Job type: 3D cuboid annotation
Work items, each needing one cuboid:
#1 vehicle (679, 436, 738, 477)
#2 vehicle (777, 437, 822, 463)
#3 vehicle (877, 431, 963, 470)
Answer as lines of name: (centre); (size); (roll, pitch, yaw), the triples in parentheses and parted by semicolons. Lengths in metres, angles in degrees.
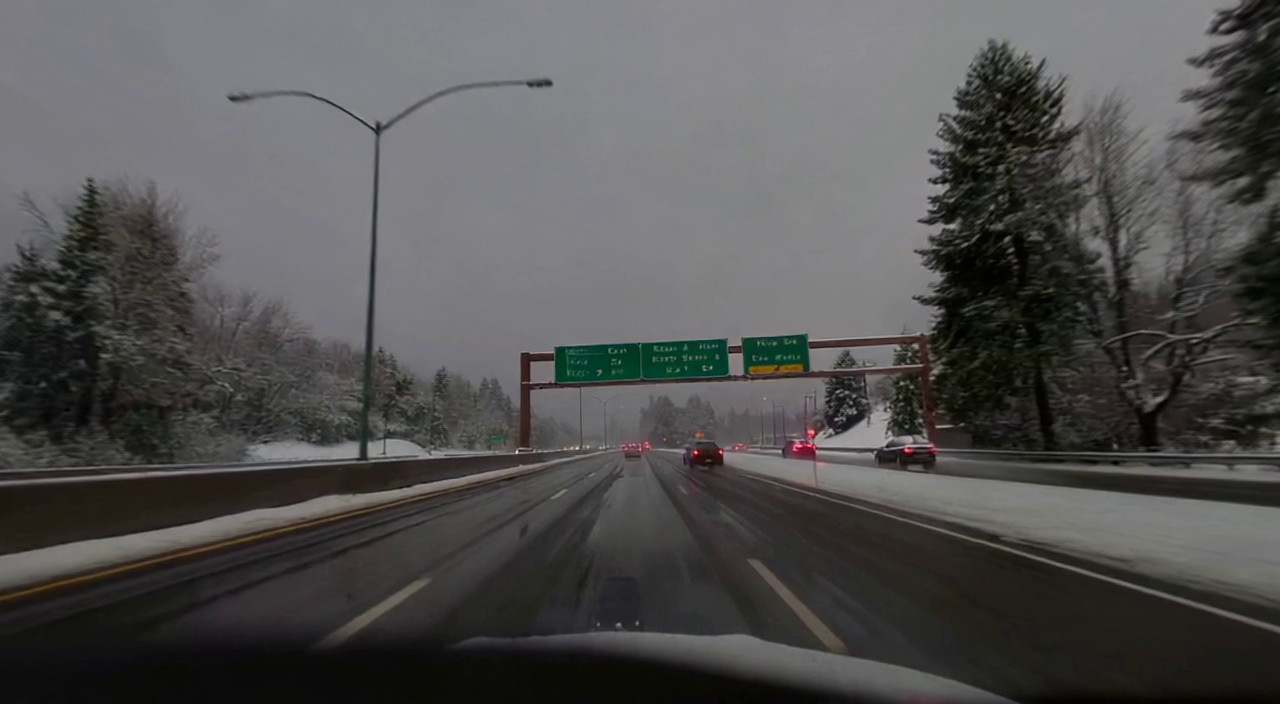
vehicle: (2.939, 4.573, 27.986); (1.997, 1.638, 4.281); (0, -8, -2)
vehicle: (11.575, 7.157, 46.292); (2.070, 1.782, 5.006); (0, -8, 1)
vehicle: (15.156, 5.359, 34.607); (2.190, 1.911, 5.658); (0, -8, 1)
